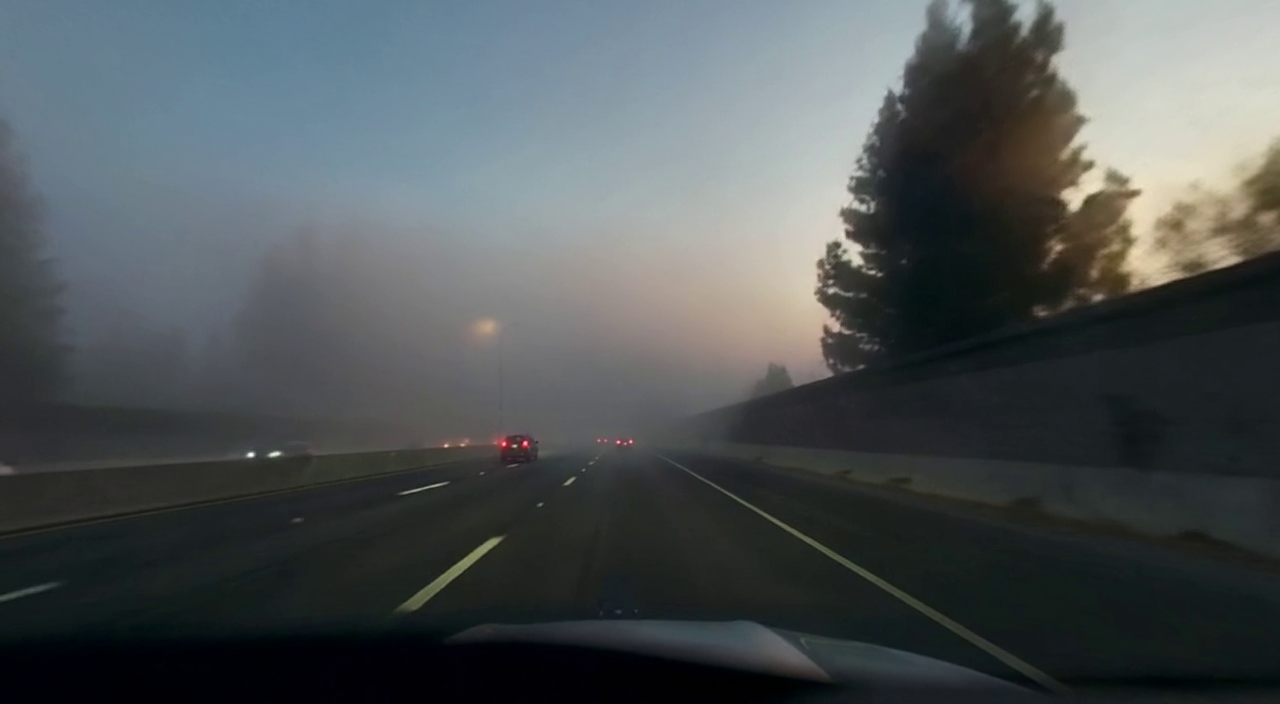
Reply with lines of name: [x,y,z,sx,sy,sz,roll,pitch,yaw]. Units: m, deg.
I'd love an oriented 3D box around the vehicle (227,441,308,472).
vehicle: [-19.716,5.531,33.514,1.830,1.500,4.153,0,-8,-1]

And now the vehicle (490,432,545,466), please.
vehicle: [-5.841,4.654,30.439,1.988,1.505,4.044,0,-8,-2]
